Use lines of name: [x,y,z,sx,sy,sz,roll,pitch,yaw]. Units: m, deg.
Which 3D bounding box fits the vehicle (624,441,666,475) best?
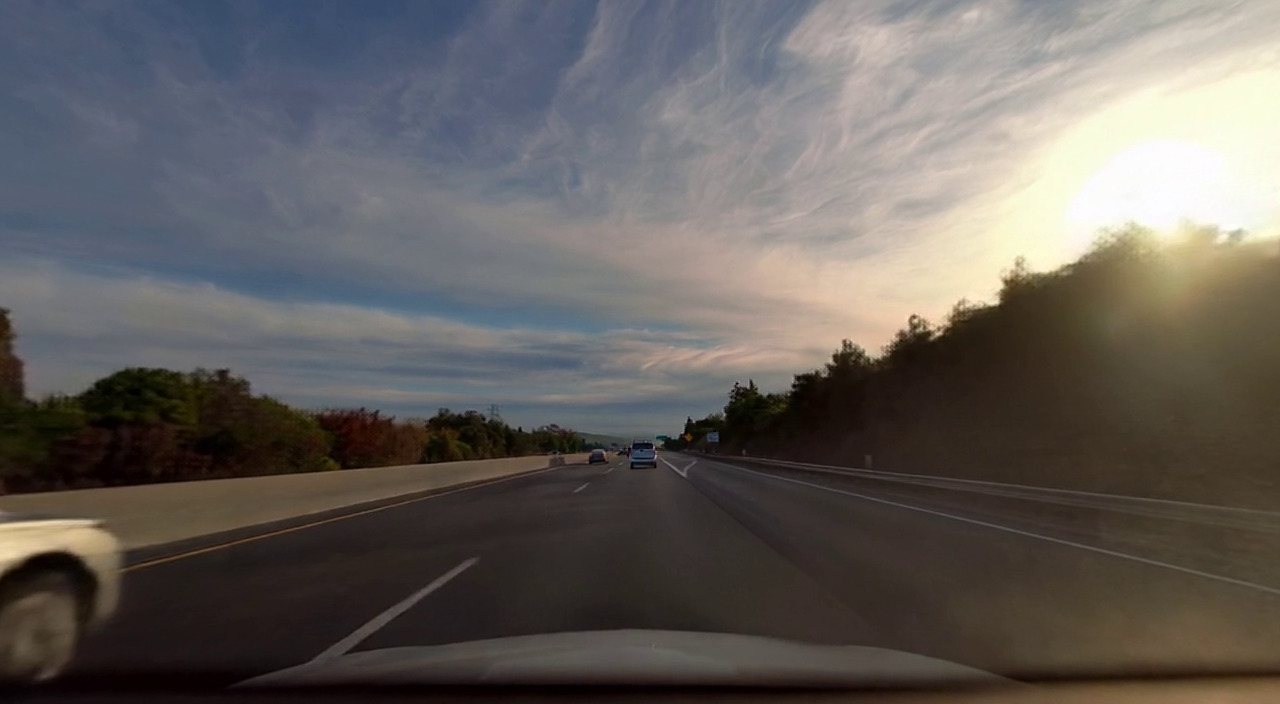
vehicle: [0.244,5.692,33.973,2.172,1.687,3.929,0,-9,0]
